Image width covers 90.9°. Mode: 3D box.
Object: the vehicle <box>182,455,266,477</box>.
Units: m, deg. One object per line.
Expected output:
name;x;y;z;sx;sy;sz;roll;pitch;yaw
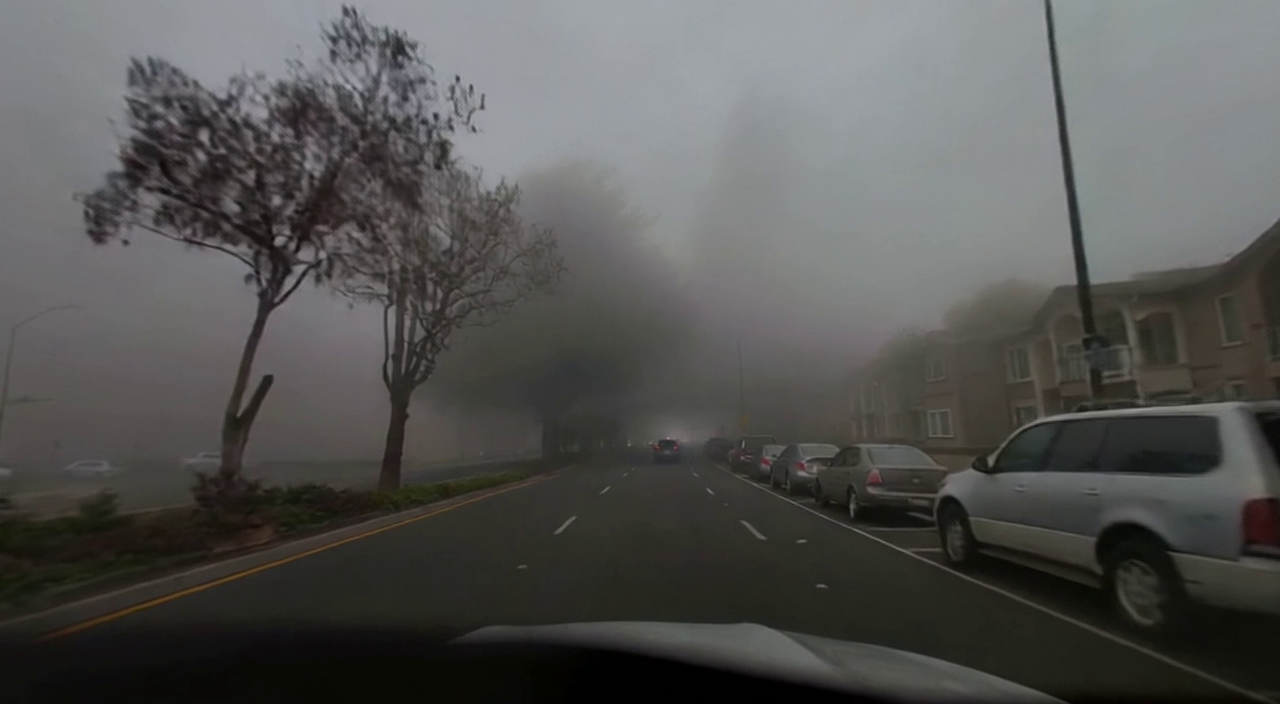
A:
vehicle;-29.604;8.091;44.963;4.591;1.468;1.805;1;-8;-9

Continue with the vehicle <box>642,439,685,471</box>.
vehicle;1.181;5.158;31.723;2.011;1.480;4.170;0;-8;2

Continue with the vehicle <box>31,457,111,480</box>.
vehicle;-41.120;8.411;45.581;4.292;1.497;1.883;-1;-8;8

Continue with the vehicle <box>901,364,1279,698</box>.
vehicle;4.323;1.268;5.531;1.973;1.749;4.608;0;-8;-1

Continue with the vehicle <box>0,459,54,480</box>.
vehicle;-45.658;8.623;46.227;3.970;1.434;1.688;-2;-8;10
